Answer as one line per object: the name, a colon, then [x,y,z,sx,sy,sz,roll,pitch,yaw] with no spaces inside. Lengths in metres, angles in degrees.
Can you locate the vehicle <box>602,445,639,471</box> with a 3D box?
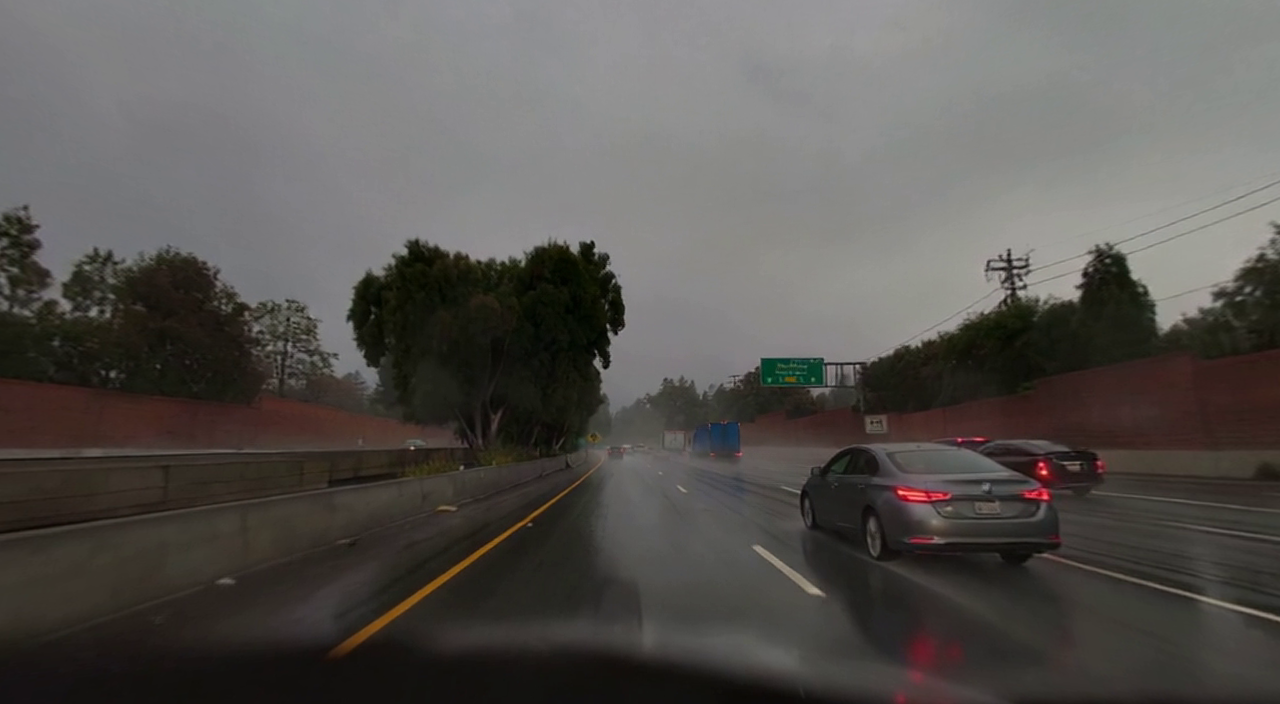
vehicle: [-1.193,6.271,37.608,2.083,1.477,3.965,0,-9,-3]

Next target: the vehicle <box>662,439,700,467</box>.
vehicle: [2.752,6.951,43.623,2.114,1.849,4.692,0,-9,-3]

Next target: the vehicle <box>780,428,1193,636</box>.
vehicle: [2.970,1.612,6.689,1.922,1.465,4.165,0,-9,-1]
